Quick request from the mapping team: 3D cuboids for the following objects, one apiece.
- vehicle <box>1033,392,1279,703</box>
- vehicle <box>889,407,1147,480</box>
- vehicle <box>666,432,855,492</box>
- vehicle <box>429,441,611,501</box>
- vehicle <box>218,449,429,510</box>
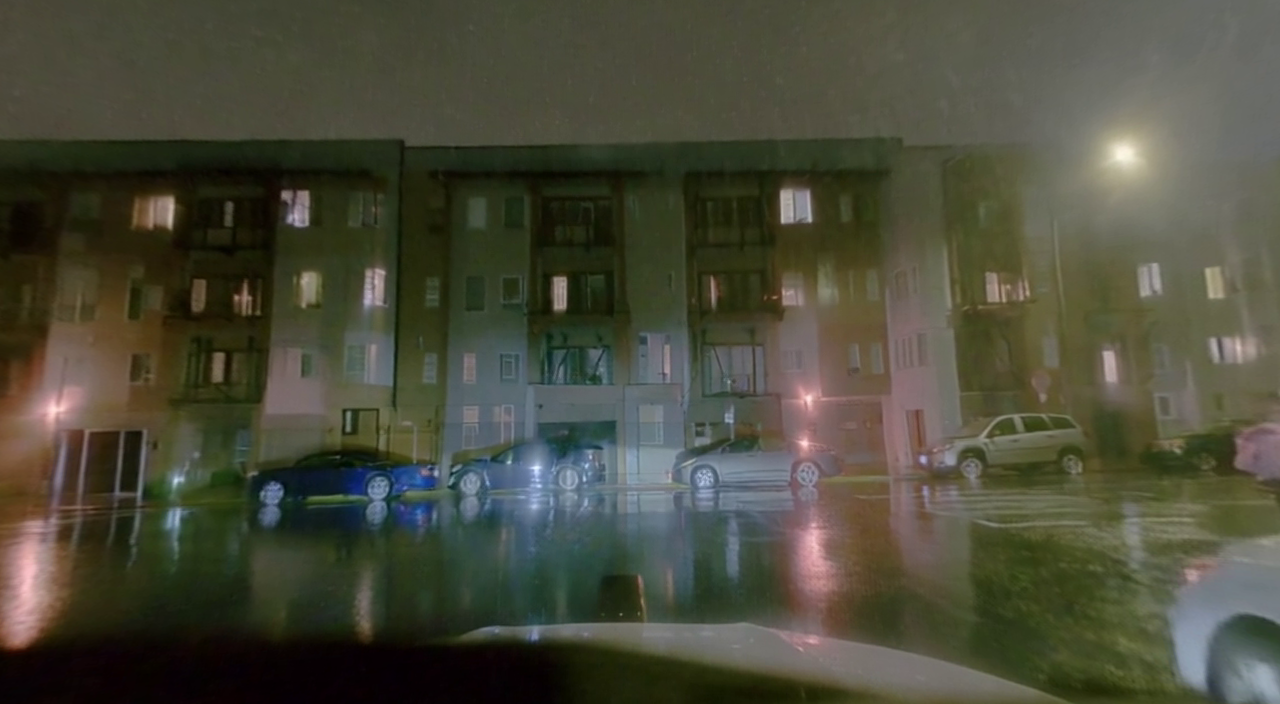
[{"bbox_3d":[3.164,0.751,1.229,1.991,1.489,4.693,0,-8,3],"label":"vehicle"},{"bbox_3d":[10.331,2.556,17.640,5.739,1.852,2.330,1,-8,-3],"label":"vehicle"},{"bbox_3d":[3.134,2.945,17.093,4.681,1.480,1.817,1,-8,-4],"label":"vehicle"},{"bbox_3d":[-3.040,3.104,16.750,4.489,1.470,1.776,1,-8,-4],"label":"vehicle"},{"bbox_3d":[-7.969,3.234,16.313,4.423,1.449,1.813,1,-8,-6],"label":"vehicle"}]
